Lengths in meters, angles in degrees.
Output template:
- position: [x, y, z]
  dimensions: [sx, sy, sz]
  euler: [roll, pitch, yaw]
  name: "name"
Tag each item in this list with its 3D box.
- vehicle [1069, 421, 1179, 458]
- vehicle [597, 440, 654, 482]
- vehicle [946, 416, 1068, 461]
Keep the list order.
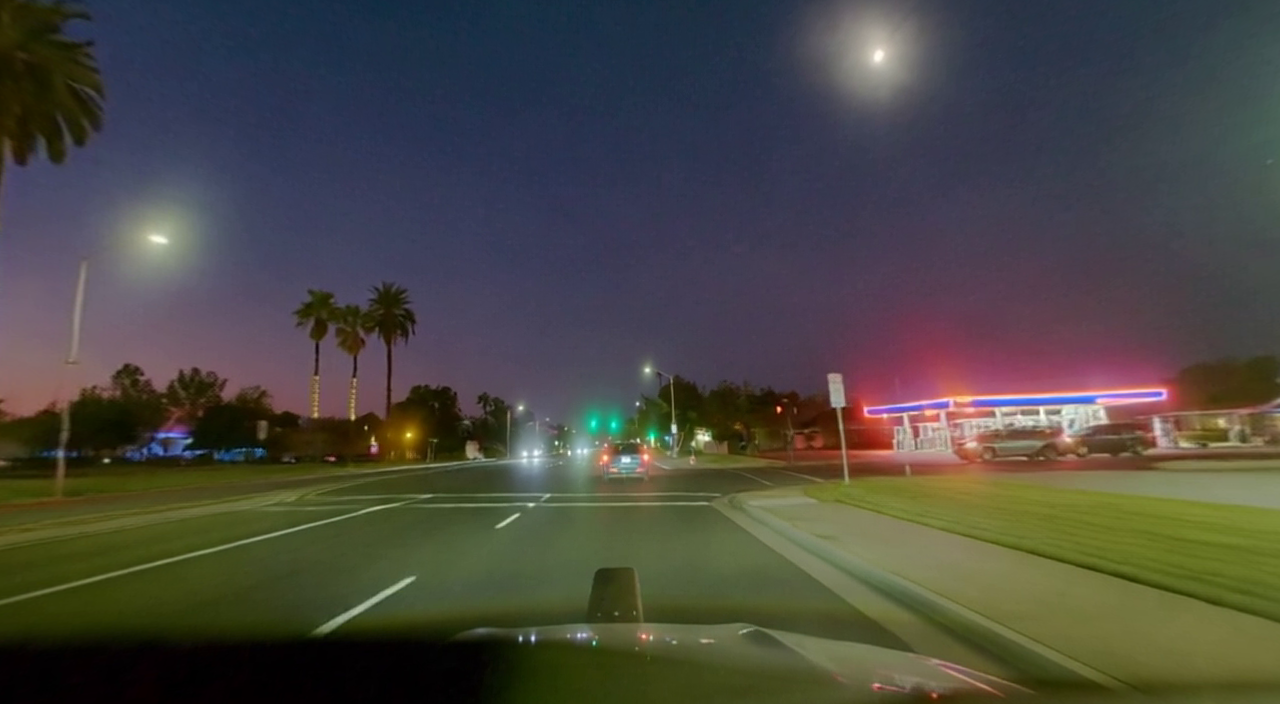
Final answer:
- position: [24.680, 4.503, 32.311]
  dimensions: [4.025, 1.827, 1.852]
  euler: [0, -9, -2]
  name: "vehicle"
- position: [-0.550, 4.249, 24.876]
  dimensions: [2.076, 1.486, 4.119]
  euler: [0, -8, -1]
  name: "vehicle"
- position: [18.553, 4.416, 32.128]
  dimensions: [4.747, 2.178, 2.336]
  euler: [0, -9, -2]
  name: "vehicle"
